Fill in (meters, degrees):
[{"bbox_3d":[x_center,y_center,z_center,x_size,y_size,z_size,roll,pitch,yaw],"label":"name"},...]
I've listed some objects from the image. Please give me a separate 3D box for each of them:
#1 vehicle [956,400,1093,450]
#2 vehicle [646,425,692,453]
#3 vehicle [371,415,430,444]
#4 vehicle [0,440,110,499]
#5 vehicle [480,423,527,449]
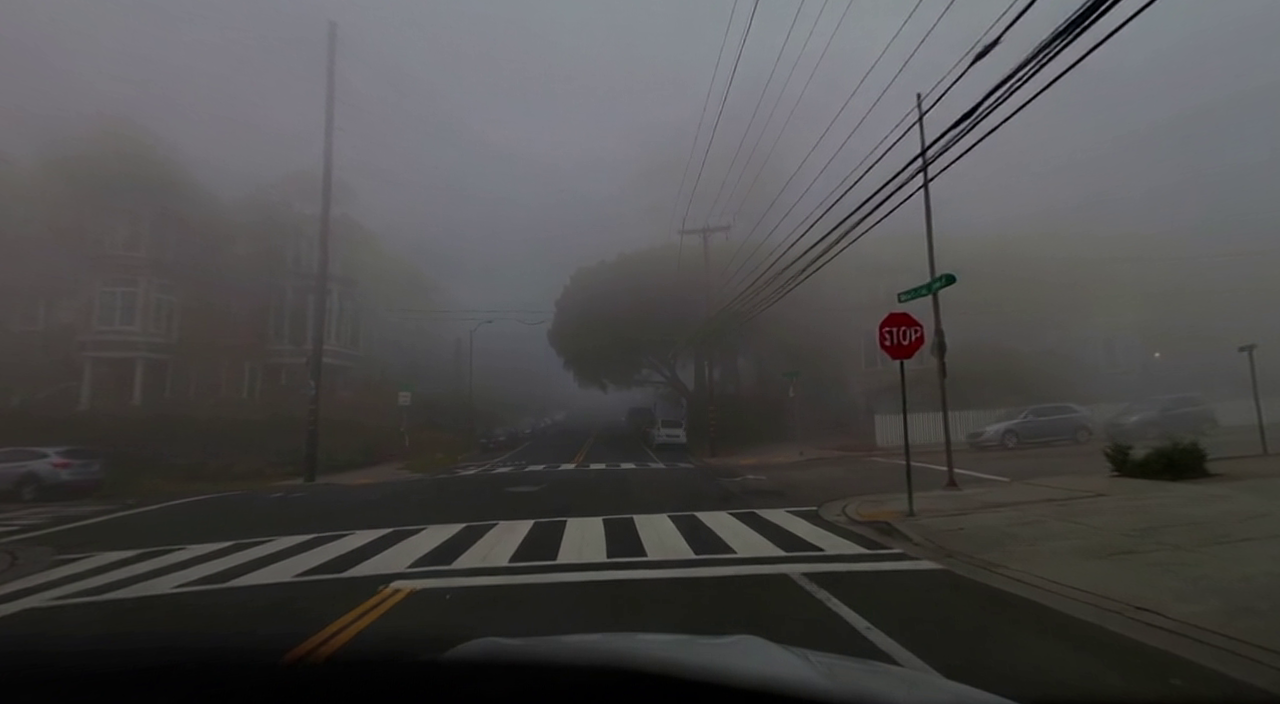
[{"bbox_3d":[17.075,3.309,28.154,4.985,2.088,2.141,2,-9,-13],"label":"vehicle"},{"bbox_3d":[1.557,4.939,35.678,2.120,1.487,4.360,0,-8,-4],"label":"vehicle"},{"bbox_3d":[-14.547,4.802,38.698,1.992,1.678,4.658,0,-8,-3],"label":"vehicle"},{"bbox_3d":[-19.807,3.679,19.920,4.181,1.742,1.945,1,-9,-11],"label":"vehicle"},{"bbox_3d":[-8.529,5.332,39.815,2.065,1.553,4.636,0,-8,-2],"label":"vehicle"}]
